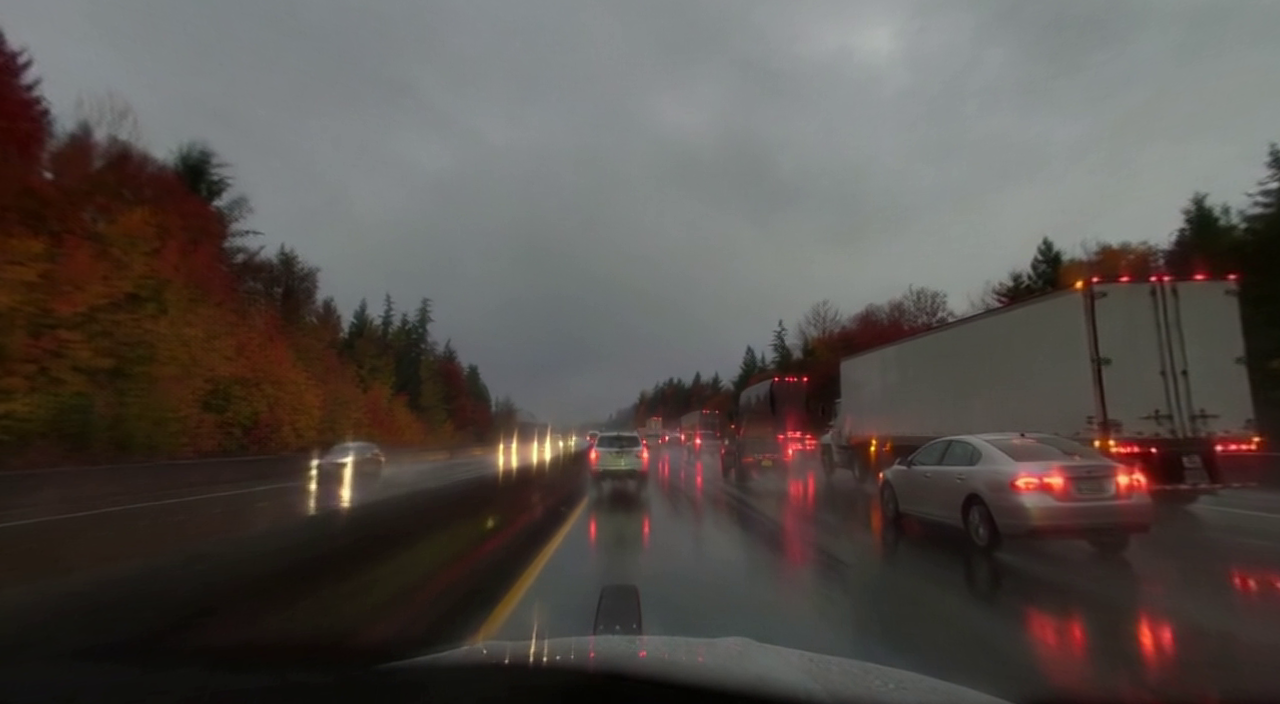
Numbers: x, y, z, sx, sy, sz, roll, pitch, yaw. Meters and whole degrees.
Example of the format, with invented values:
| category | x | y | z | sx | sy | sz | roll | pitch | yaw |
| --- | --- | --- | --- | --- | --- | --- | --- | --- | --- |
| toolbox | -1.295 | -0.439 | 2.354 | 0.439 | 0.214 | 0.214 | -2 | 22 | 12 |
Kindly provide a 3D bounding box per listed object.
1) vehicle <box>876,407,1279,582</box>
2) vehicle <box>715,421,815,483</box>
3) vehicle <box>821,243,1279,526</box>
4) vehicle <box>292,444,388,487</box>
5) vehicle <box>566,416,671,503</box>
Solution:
| category | x | y | z | sx | sy | sz | roll | pitch | yaw |
| --- | --- | --- | --- | --- | --- | --- | --- | --- | --- |
| vehicle | 4.707 | 1.530 | 7.625 | 2.040 | 1.523 | 4.068 | 0 | -8 | -1 |
| vehicle | 3.675 | 3.012 | 19.278 | 2.147 | 1.707 | 3.963 | 0 | -8 | -2 |
| vehicle | 8.357 | 1.354 | 16.125 | 2.908 | 4.099 | 14.103 | 0 | -8 | -1 |
| vehicle | -11.635 | 4.401 | 24.720 | 1.874 | 1.504 | 3.847 | 0 | -8 | 0 |
| vehicle | -0.459 | 2.446 | 14.835 | 2.087 | 1.709 | 4.455 | 0 | -8 | -1 |
